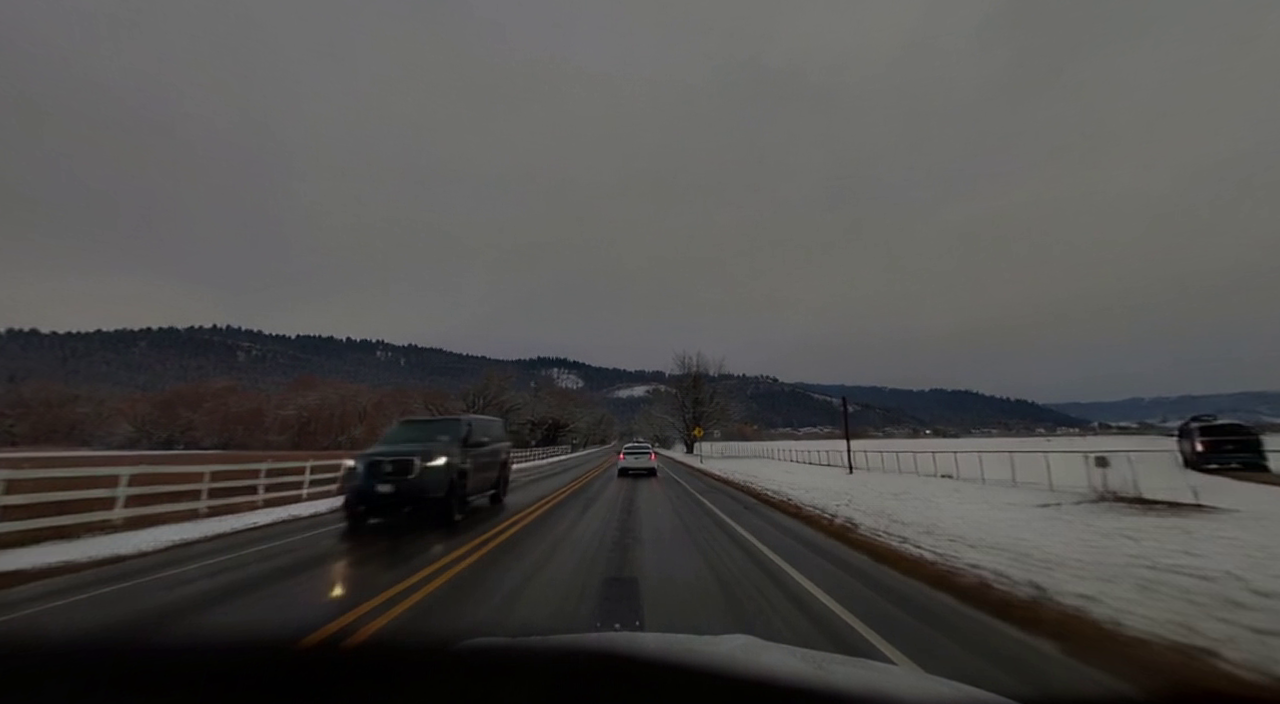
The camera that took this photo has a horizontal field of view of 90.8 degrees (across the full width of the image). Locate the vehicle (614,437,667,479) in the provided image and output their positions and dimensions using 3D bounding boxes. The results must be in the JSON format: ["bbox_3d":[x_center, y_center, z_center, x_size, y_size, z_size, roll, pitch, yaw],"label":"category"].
[{"bbox_3d":[-0.019,4.612,27.709,2.158,1.669,4.006,0,-9,-1],"label":"vehicle"}]

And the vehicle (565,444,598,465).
[{"bbox_3d":[-4.409,7.770,48.091,2.092,1.490,4.422,0,-9,0],"label":"vehicle"}]

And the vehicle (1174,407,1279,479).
[{"bbox_3d":[17.096,2.509,17.508,4.668,1.739,1.943,5,-9,-30],"label":"vehicle"}]

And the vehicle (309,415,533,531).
[{"bbox_3d":[-4.641,2.751,15.209,2.906,2.116,6.952,0,-9,0],"label":"vehicle"}]
